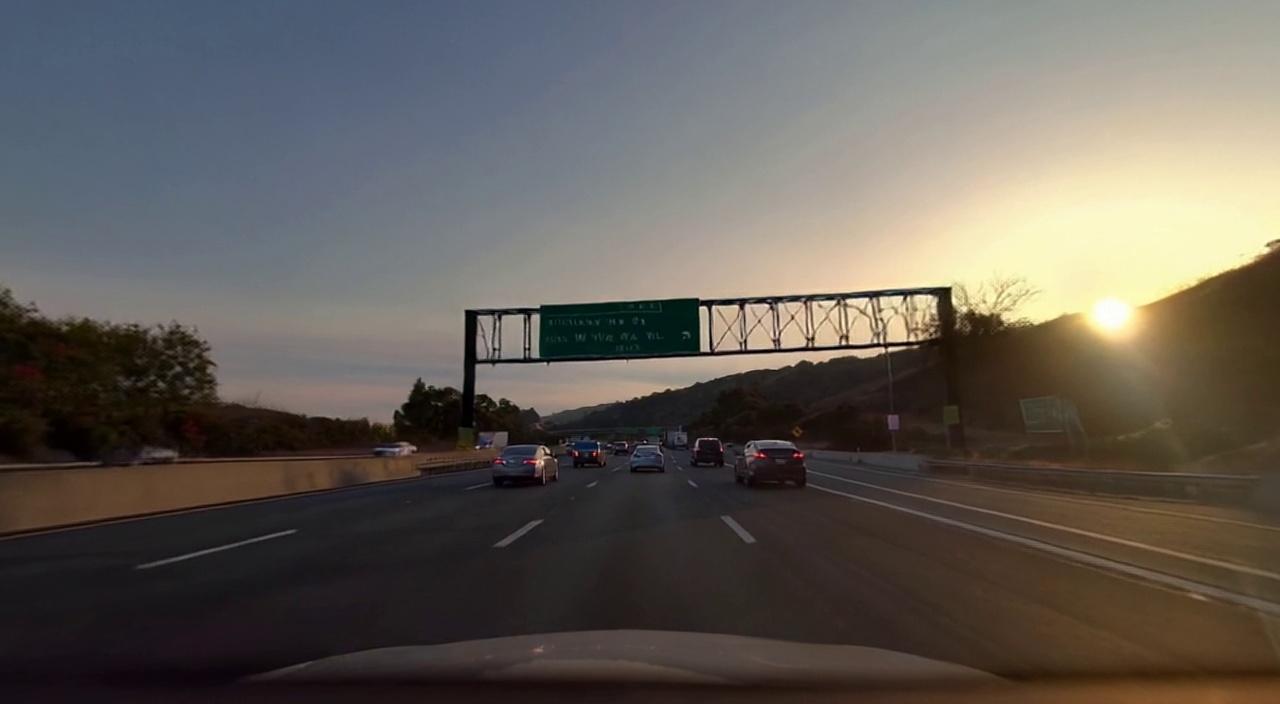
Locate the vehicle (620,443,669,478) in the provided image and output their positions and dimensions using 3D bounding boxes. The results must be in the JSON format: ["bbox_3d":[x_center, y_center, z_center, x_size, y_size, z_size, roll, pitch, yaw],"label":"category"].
[{"bbox_3d":[0.226,4.967,28.980,2.071,1.478,4.130,0,-9,1],"label":"vehicle"}]

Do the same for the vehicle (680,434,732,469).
[{"bbox_3d":[4.226,6.576,41.775,2.802,2.151,6.579,0,-9,1],"label":"vehicle"}]

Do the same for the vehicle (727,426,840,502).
[{"bbox_3d":[3.648,2.945,16.898,2.045,1.768,4.249,0,-9,0],"label":"vehicle"}]

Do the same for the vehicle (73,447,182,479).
[{"bbox_3d":[-26.324,5.680,32.562,1.882,1.507,4.506,0,-9,-1],"label":"vehicle"}]

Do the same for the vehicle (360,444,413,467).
[{"bbox_3d":[-19.285,7.892,48.081,2.033,1.684,4.440,0,-9,2],"label":"vehicle"}]

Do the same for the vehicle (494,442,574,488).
[{"bbox_3d":[-3.675,4.018,22.740,1.996,1.488,4.451,0,-9,2],"label":"vehicle"}]
